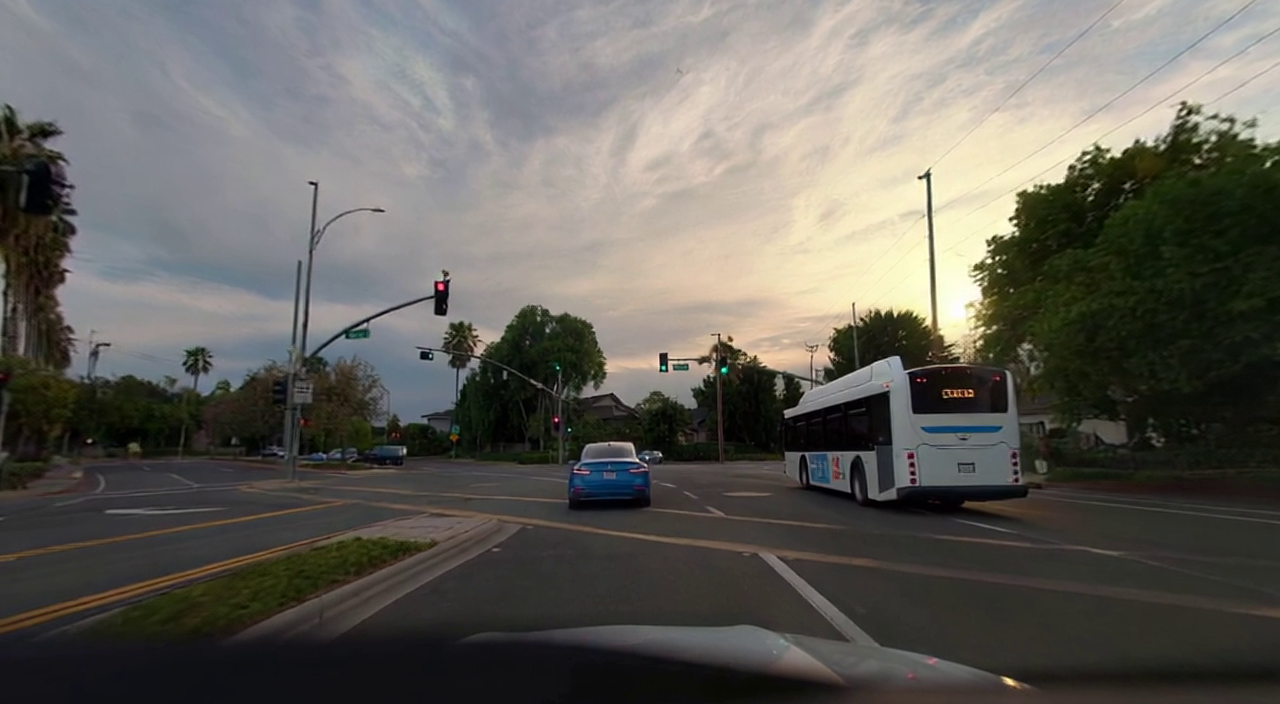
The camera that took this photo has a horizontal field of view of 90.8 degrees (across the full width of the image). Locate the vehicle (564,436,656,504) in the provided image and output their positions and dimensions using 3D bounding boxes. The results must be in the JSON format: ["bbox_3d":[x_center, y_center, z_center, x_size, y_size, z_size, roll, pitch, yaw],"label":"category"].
[{"bbox_3d":[-1.021,3.376,18.545,2.341,1.709,4.466,1,-9,-7],"label":"vehicle"}]

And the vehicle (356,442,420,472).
[{"bbox_3d":[-17.488,7.220,43.709,2.283,1.878,5.384,7,-12,-41],"label":"vehicle"}]

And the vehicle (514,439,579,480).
[{"bbox_3d":[-4.792,5.361,31.824,2.272,1.891,4.562,3,-9,-20],"label":"vehicle"}]

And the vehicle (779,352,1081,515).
[{"bbox_3d":[7.843,2.802,20.810,3.483,3.546,13.998,0,-9,1],"label":"vehicle"}]
